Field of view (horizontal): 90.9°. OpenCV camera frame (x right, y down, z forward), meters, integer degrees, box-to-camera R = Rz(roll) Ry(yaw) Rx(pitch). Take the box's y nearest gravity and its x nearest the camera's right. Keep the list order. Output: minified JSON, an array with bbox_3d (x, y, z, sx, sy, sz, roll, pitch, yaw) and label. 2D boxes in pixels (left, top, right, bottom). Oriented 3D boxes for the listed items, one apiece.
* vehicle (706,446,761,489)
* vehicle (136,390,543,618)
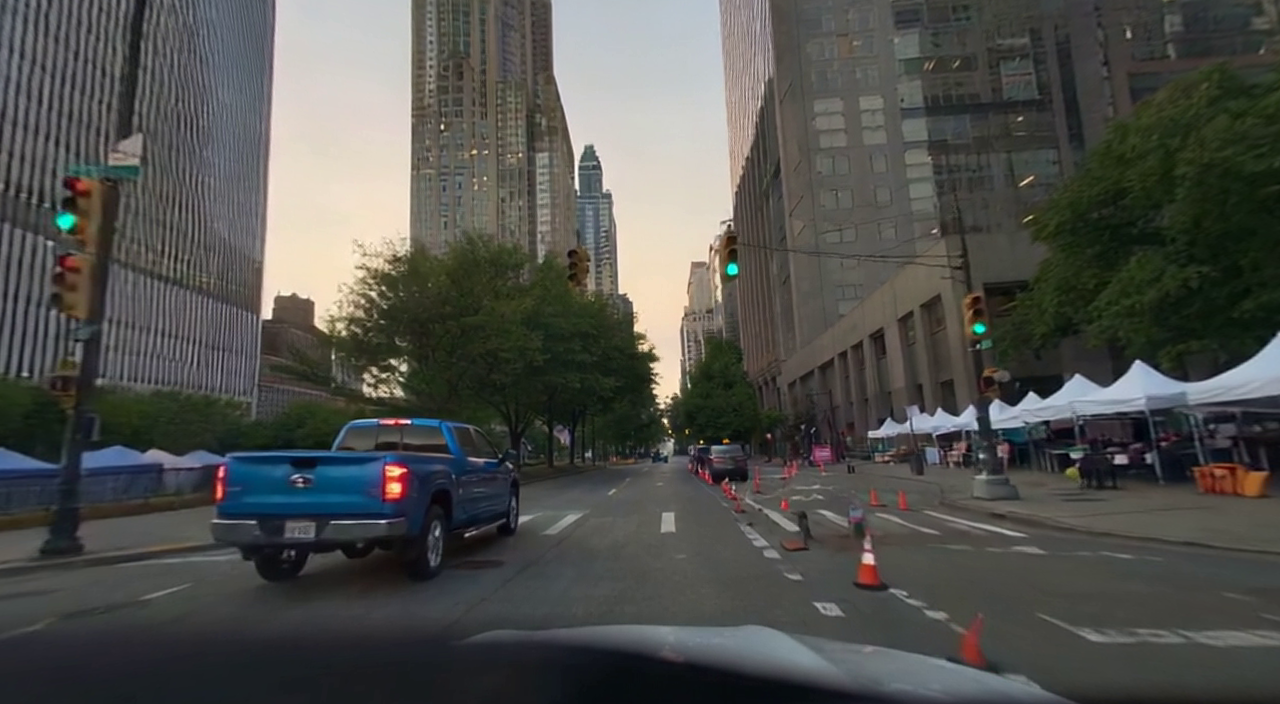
[{"bbox_3d":[3.826,4.709,26.088,2.023,1.607,4.225,-2,-9,7],"label":"vehicle"},{"bbox_3d":[-3.066,1.756,8.382,2.452,1.954,5.653,-1,-9,2],"label":"vehicle"}]
